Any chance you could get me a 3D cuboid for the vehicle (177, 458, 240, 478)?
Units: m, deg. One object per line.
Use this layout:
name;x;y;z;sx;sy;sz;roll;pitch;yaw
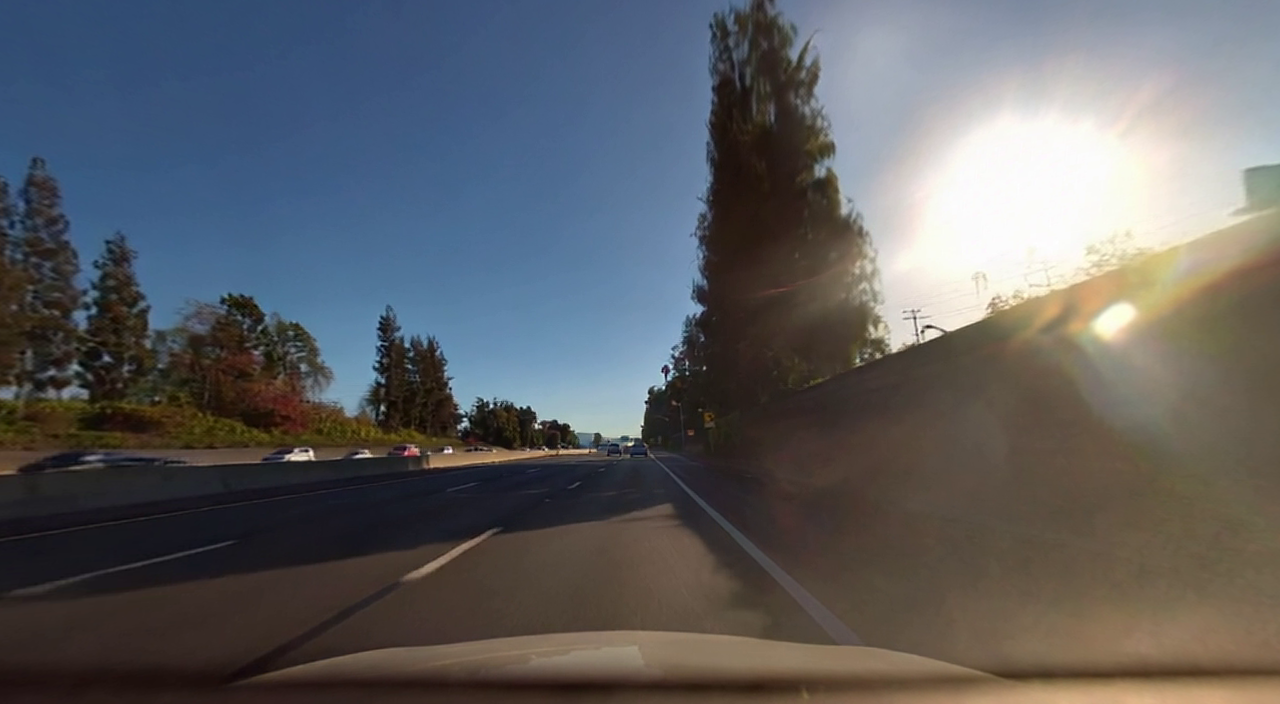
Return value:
vehicle;-33.880;9.100;49.557;1.800;1.470;4.330;0;-9;1
